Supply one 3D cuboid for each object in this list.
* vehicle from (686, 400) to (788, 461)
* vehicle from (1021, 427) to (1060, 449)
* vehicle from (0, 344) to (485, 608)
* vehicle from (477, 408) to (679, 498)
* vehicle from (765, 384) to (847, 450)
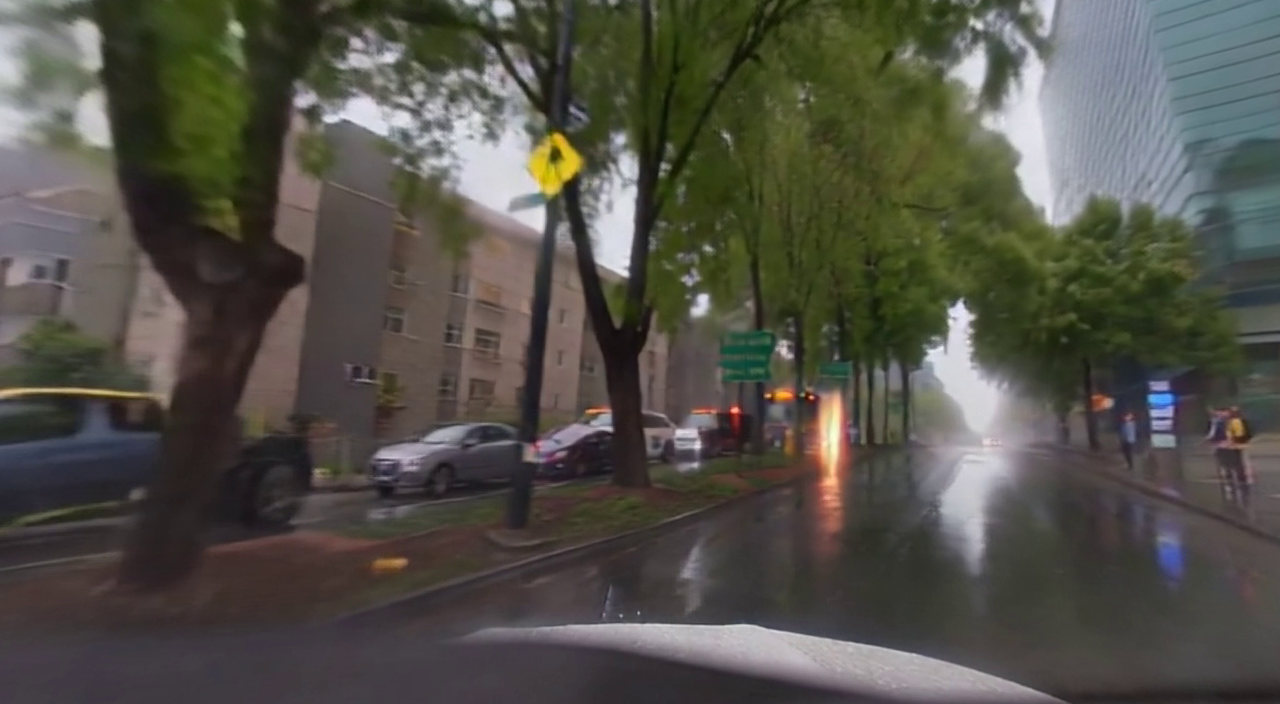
[{"bbox_3d":[3.452,2.737,21.717,1.988,1.855,4.599,-4,-9,28],"label":"vehicle"},{"bbox_3d":[29.693,6.404,46.940,1.888,1.536,4.381,-4,-9,26],"label":"vehicle"},{"bbox_3d":[-4.177,1.199,6.896,2.053,1.798,4.841,-4,-9,28],"label":"vehicle"},{"bbox_3d":[-1.015,2.025,12.975,1.826,1.488,4.628,-4,-9,28],"label":"vehicle"},{"bbox_3d":[7.740,3.101,29.004,2.268,2.708,5.699,-4,-9,28],"label":"vehicle"}]
